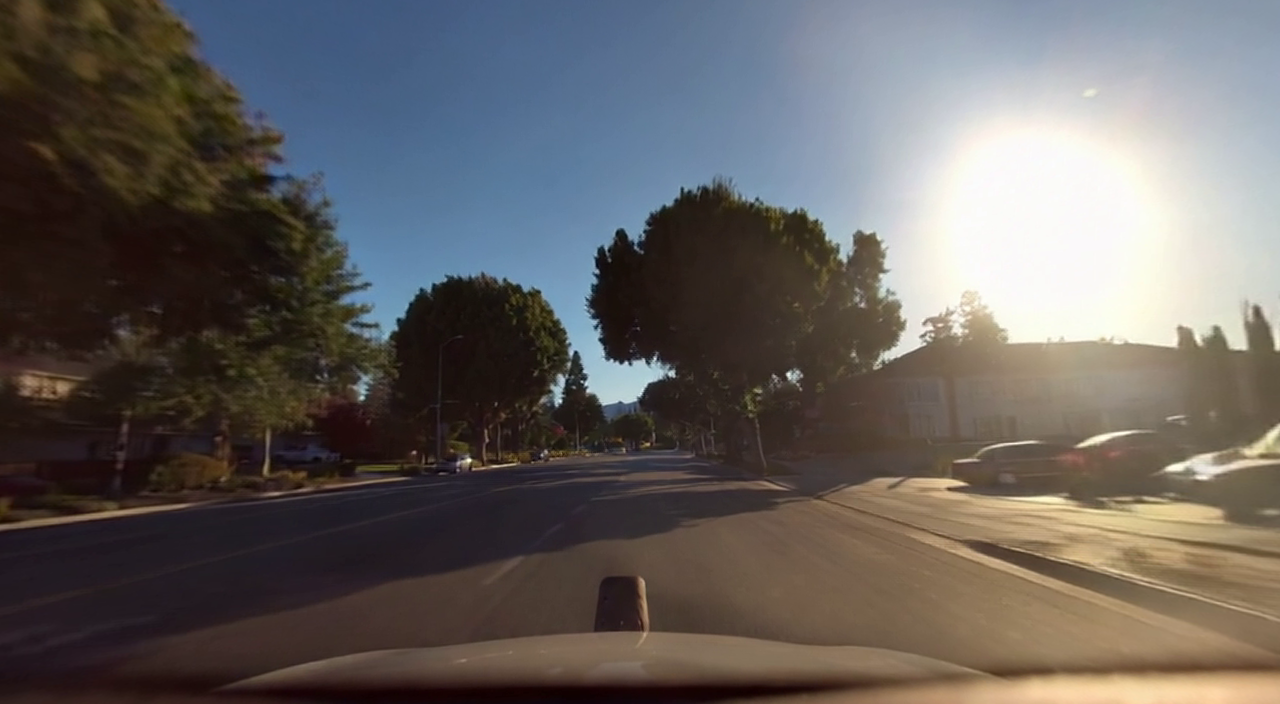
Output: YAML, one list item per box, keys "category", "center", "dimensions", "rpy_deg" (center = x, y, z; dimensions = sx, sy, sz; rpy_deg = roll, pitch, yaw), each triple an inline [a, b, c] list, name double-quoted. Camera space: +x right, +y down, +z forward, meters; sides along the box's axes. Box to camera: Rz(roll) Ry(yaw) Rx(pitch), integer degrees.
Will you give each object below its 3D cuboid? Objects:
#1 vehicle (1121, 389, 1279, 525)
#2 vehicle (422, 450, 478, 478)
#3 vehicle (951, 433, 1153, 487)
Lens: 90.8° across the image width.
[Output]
- category: "vehicle"
  center: [11.015, 1.565, 9.644]
  dimensions: [5.369, 1.860, 2.163]
  rpy_deg: [-1, -8, 4]
- category: "vehicle"
  center: [-11.987, 7.064, 40.130]
  dimensions: [1.859, 1.496, 4.390]
  rpy_deg: [-5, -9, 4]
- category: "vehicle"
  center: [11.762, 3.117, 18.321]
  dimensions: [4.455, 1.442, 1.837]
  rpy_deg: [-1, -8, 5]
